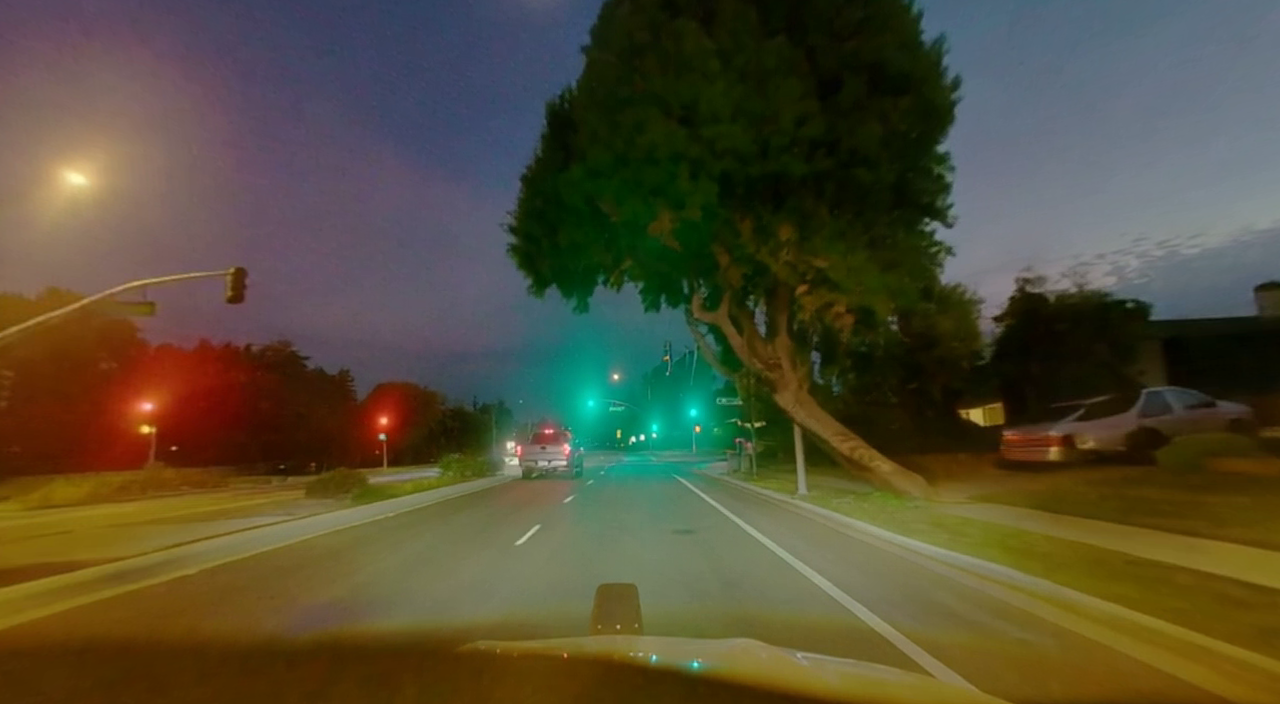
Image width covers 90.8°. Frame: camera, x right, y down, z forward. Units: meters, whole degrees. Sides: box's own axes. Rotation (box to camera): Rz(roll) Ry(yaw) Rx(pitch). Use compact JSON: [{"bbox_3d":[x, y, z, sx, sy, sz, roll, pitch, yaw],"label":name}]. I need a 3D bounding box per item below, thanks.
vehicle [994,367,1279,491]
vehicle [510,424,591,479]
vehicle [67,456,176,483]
[{"bbox_3d":[10.068,1.468,12.384,4.882,1.839,2.243,-4,-8,-9],"label":"vehicle"},{"bbox_3d":[-3.508,4.103,26.168,2.508,2.001,5.880,0,-9,0],"label":"vehicle"},{"bbox_3d":[-30.268,6.846,37.005,4.506,1.453,2.108,0,-9,0],"label":"vehicle"}]
